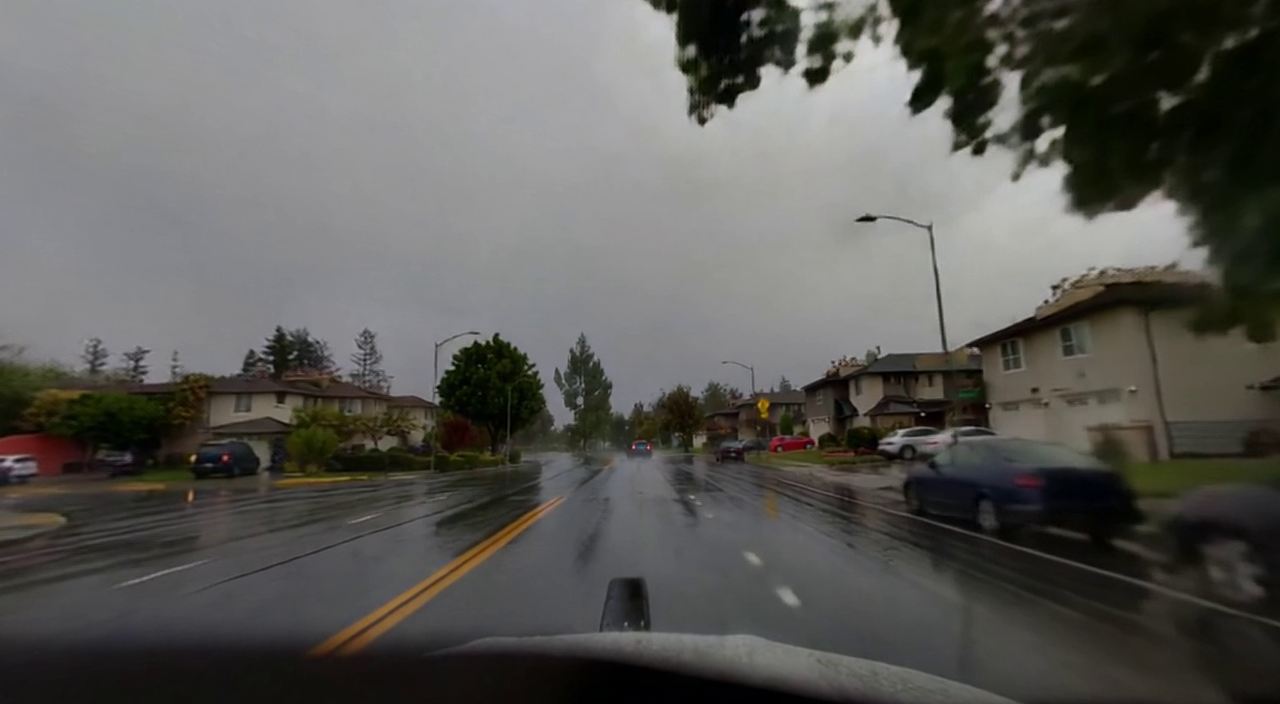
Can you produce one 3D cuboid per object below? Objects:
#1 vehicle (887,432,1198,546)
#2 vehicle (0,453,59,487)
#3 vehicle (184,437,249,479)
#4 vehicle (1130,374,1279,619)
[{"bbox_3d":[6.387,2.200,10.951,2.235,1.515,4.782,0,-8,0],"label":"vehicle"},{"bbox_3d":[-31.450,5.868,31.622,1.866,1.484,4.553,4,-9,-24],"label":"vehicle"},{"bbox_3d":[-23.457,5.827,35.079,2.083,2.113,4.490,3,-9,-23],"label":"vehicle"},{"bbox_3d":[6.511,0.936,3.544,2.878,1.927,5.774,0,-8,0],"label":"vehicle"}]
